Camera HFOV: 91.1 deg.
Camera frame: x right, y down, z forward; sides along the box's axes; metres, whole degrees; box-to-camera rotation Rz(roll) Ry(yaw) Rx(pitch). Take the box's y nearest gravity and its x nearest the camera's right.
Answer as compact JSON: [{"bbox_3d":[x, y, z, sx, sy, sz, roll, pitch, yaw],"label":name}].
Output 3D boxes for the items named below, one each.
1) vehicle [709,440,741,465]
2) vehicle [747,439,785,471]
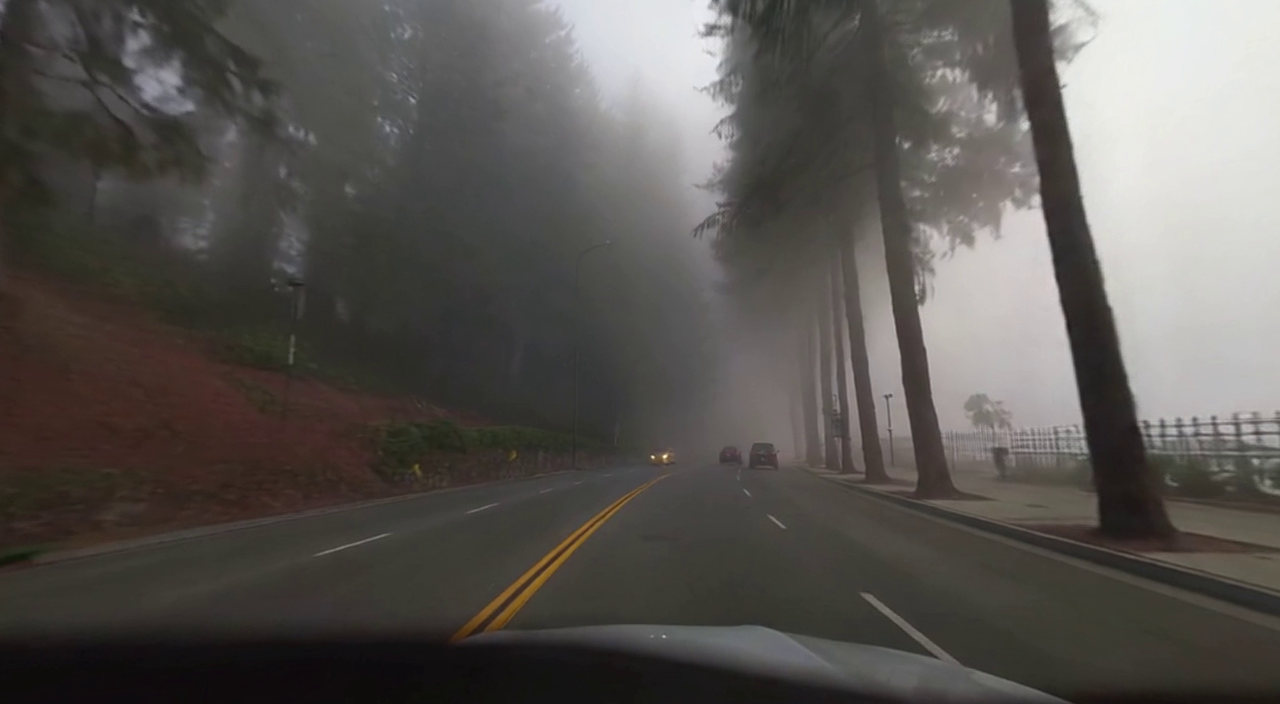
[{"bbox_3d":[6.669,7.819,48.906,2.158,1.852,4.485,-2,-9,11],"label":"vehicle"},{"bbox_3d":[7.673,6.286,38.605,2.069,1.791,4.422,-1,-8,9],"label":"vehicle"}]
